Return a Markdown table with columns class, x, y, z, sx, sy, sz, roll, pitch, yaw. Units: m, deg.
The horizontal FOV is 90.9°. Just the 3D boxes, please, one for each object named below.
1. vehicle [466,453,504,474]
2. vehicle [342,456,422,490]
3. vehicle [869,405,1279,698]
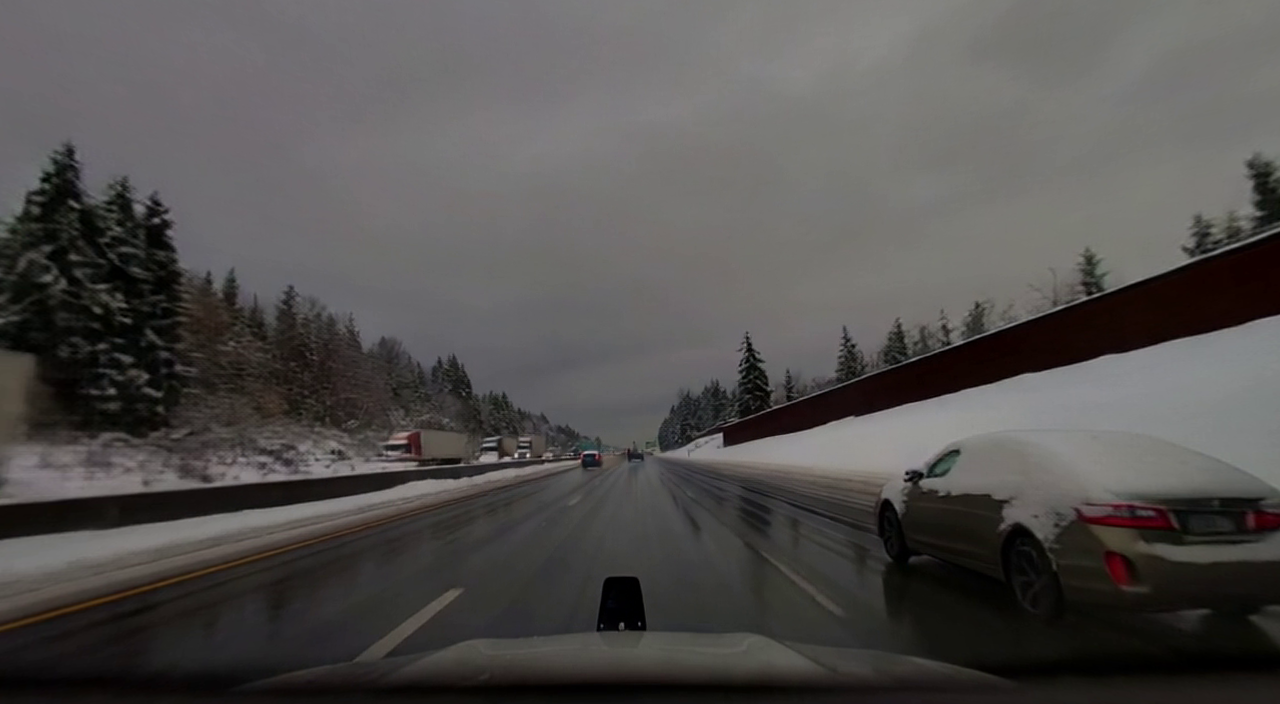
| class | x | y | z | sx | sy | sz | roll | pitch | yaw |
| --- | --- | --- | --- | --- | --- | --- | --- | --- | --- |
| vehicle | -11.827 | 8.518 | 48.327 | 1.859 | 1.455 | 4.185 | 0 | -9 | 1 |
| vehicle | -12.077 | 5.675 | 29.850 | 1.950 | 1.416 | 4.429 | 0 | -9 | 0 |
| vehicle | 3.889 | 1.371 | 5.523 | 2.053 | 1.504 | 4.386 | 0 | -9 | -1 |
